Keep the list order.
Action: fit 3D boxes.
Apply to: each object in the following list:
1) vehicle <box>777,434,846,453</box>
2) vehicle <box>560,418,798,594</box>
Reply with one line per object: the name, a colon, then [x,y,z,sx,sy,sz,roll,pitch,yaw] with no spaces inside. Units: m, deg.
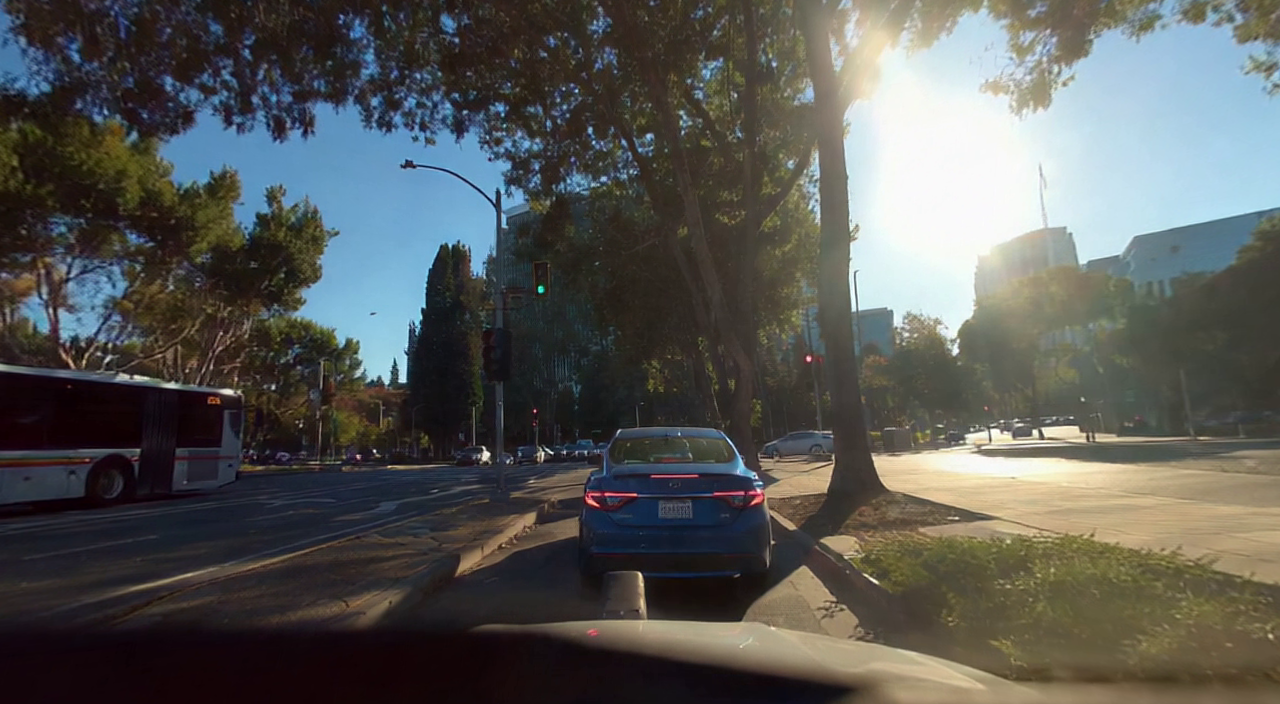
vehicle: [13.342,7.138,49.311,4.830,1.461,1.883,0,-8,2]
vehicle: [0.370,1.610,7.391,2.035,1.499,3.799,0,-8,1]
